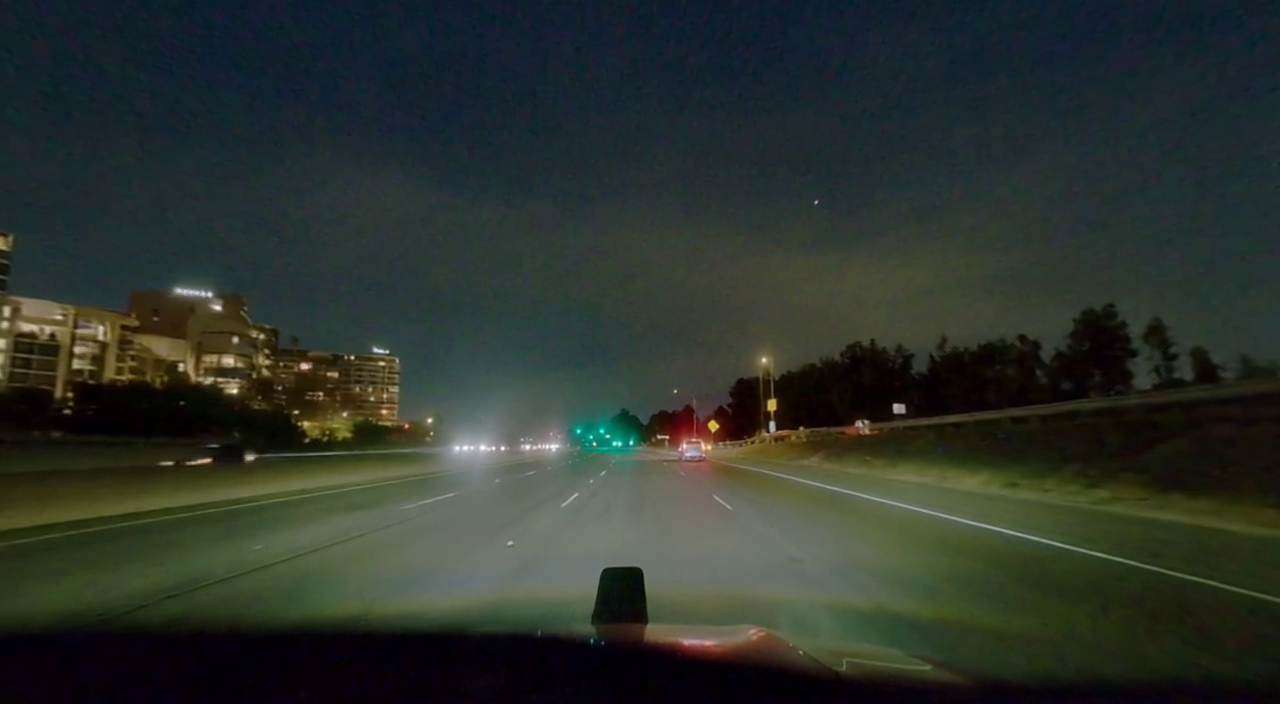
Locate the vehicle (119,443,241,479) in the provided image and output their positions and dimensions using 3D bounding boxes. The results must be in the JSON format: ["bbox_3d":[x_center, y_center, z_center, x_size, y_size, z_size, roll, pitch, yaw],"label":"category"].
[{"bbox_3d":[-20.308,4.807,28.139,1.950,1.474,4.549,0,-8,0],"label":"vehicle"}]

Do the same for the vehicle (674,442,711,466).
[{"bbox_3d":[3.358,6.593,41.063,1.926,1.477,4.025,0,-8,-2],"label":"vehicle"}]
